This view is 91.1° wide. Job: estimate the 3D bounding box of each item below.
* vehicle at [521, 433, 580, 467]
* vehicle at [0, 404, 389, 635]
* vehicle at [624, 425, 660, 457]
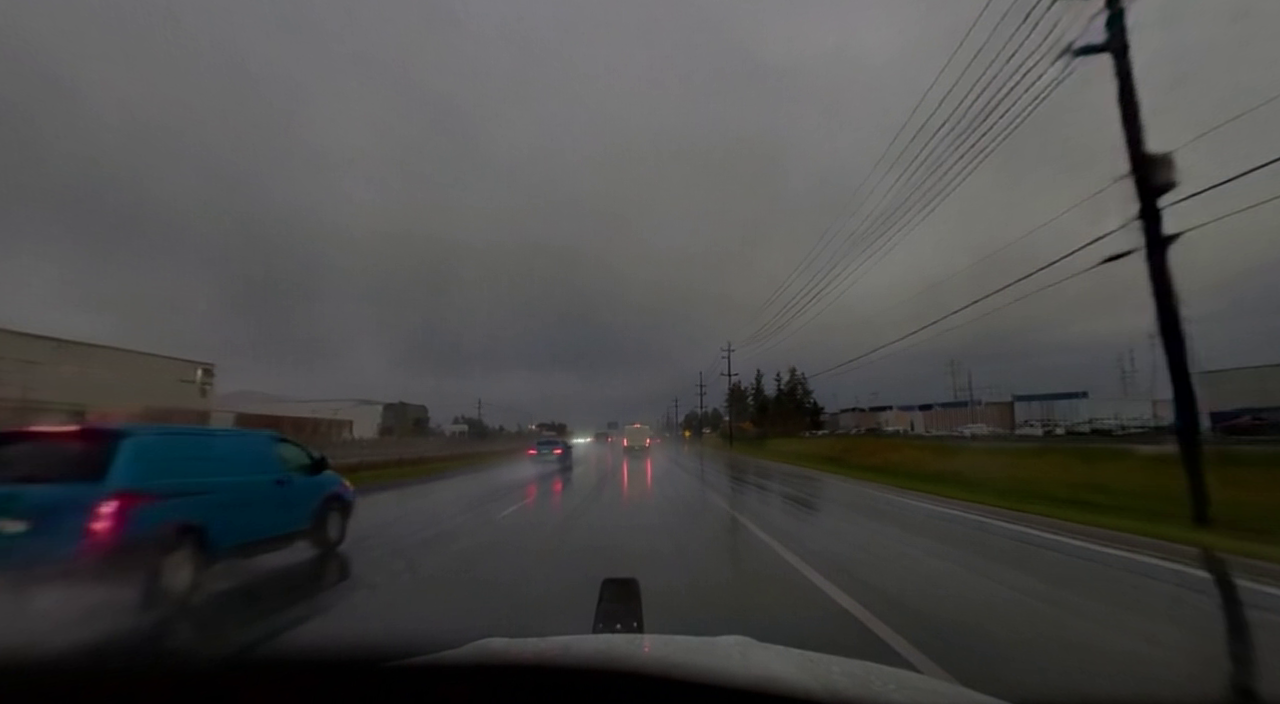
[{"bbox_3d":[-4.169,4.642,30.153,2.087,1.464,4.853,0,-8,0],"label":"vehicle"},{"bbox_3d":[-4.451,1.425,6.419,2.058,1.557,4.125,0,-8,0],"label":"vehicle"},{"bbox_3d":[0.102,5.823,41.331,2.213,1.997,4.456,0,-8,-1],"label":"vehicle"}]
